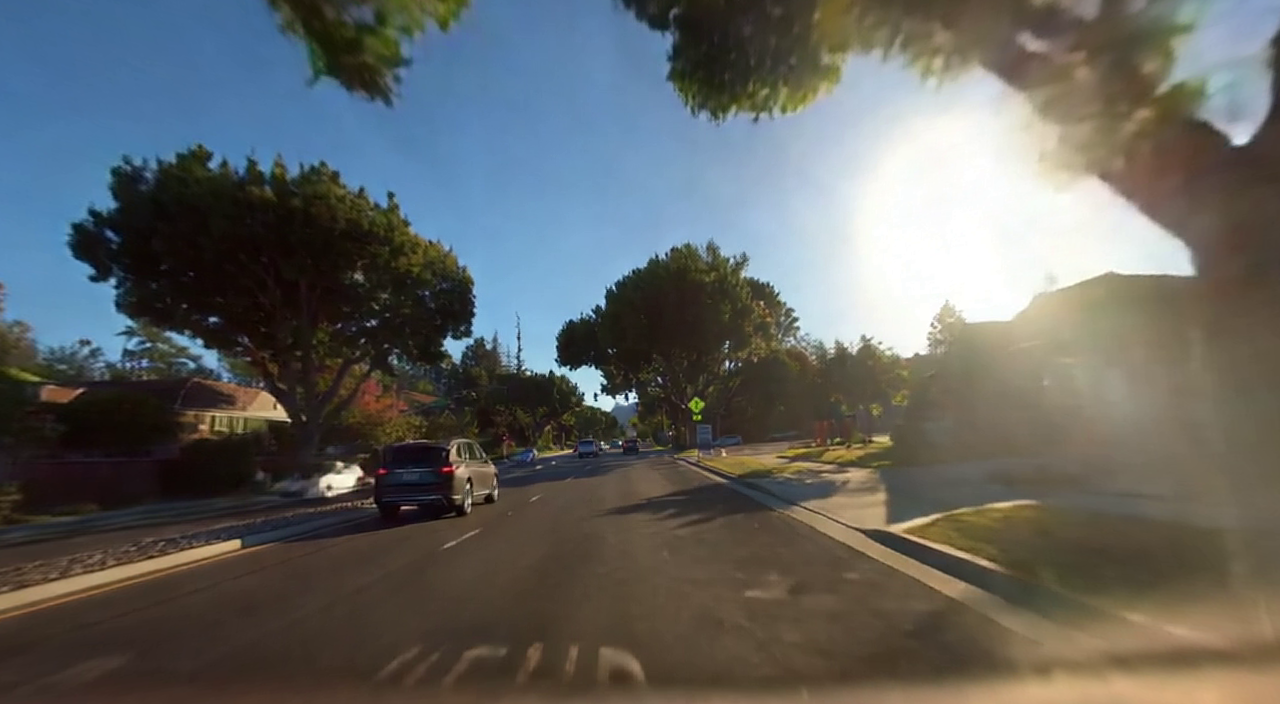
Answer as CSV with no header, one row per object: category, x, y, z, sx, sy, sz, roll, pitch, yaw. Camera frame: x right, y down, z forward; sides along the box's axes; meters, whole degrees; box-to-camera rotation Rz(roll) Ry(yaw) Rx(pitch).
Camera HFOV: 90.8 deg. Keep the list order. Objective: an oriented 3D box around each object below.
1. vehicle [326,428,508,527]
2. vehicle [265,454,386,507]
vehicle,-4.405,2.549,13.472,2.169,1.706,4.638,0,-8,0
vehicle,-10.652,4.348,21.806,1.949,1.526,4.351,0,-8,0
